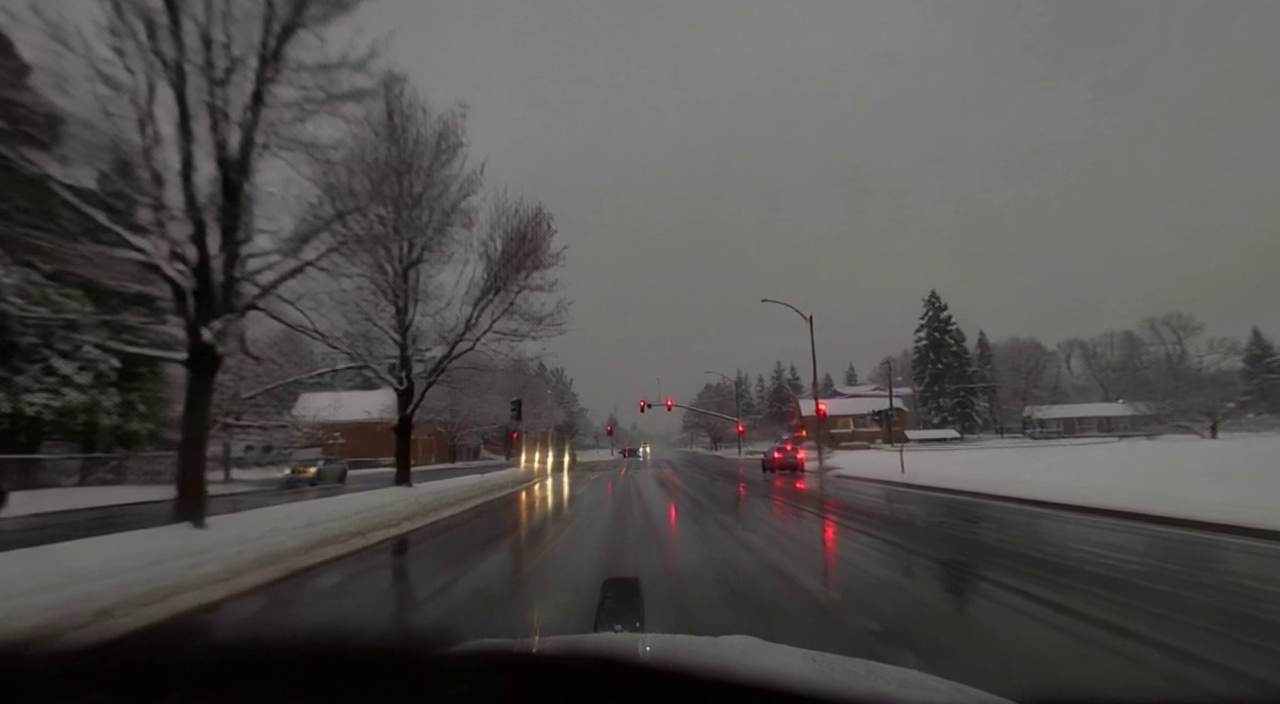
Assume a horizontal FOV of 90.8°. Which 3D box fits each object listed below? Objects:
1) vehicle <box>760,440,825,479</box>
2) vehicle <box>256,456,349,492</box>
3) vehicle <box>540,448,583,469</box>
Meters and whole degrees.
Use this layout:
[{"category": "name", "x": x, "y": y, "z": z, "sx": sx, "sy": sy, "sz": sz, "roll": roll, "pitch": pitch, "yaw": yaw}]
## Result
[{"category": "vehicle", "x": 7.208, "y": 5.134, "z": 30.387, "sx": 2.011, "sy": 1.710, "sz": 4.357, "roll": 0, "pitch": -9, "yaw": 0}, {"category": "vehicle", "x": -17.186, "y": 6.178, "z": 32.408, "sx": 1.895, "sy": 1.644, "sz": 4.160, "roll": -2, "pitch": -9, "yaw": 11}, {"category": "vehicle", "x": -5.894, "y": 7.892, "z": 46.981, "sx": 2.065, "sy": 1.477, "sz": 4.519, "roll": 3, "pitch": -9, "yaw": -22}]
